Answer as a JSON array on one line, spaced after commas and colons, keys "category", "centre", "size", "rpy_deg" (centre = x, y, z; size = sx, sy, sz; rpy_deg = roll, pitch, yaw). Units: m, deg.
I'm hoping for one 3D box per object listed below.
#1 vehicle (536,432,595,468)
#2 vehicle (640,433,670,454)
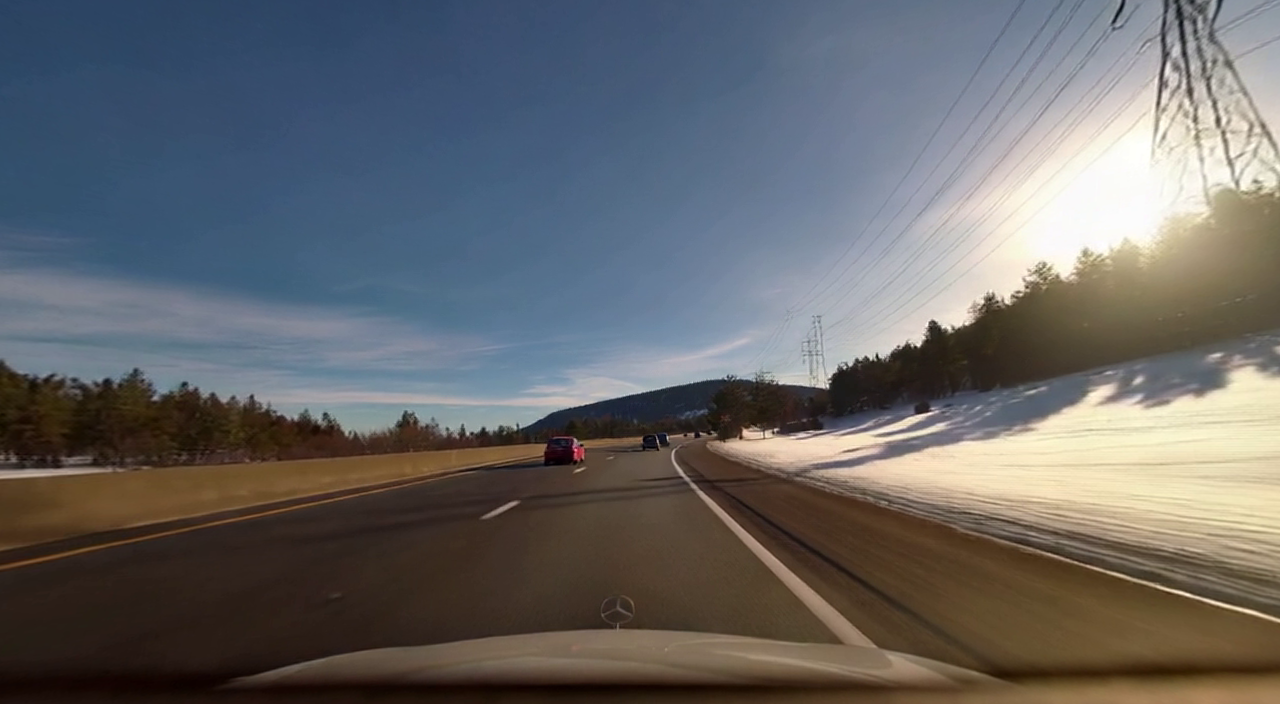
[{"category": "vehicle", "centre": [-3.345, 4.471, 29.042], "size": [2.030, 1.522, 4.250], "rpy_deg": [0, -8, 2]}, {"category": "vehicle", "centre": [1.185, 6.902, 47.515], "size": [2.077, 1.523, 4.206], "rpy_deg": [0, -8, 3]}]
